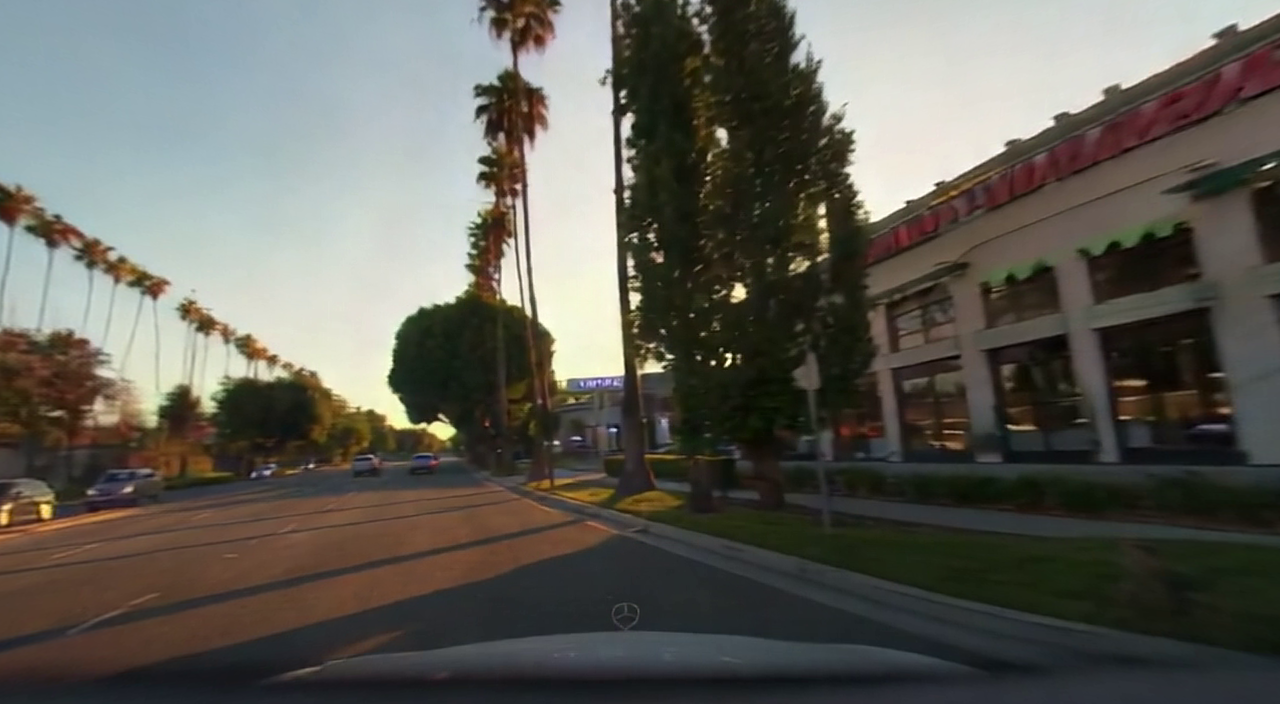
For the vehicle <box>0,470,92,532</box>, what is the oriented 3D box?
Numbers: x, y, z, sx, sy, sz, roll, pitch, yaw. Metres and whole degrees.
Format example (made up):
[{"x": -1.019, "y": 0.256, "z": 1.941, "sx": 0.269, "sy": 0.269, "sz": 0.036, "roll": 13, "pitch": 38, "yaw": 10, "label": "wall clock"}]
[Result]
[{"x": -20.835, "y": 4.878, "z": 21.061, "sx": 2.199, "sy": 1.696, "sz": 4.440, "roll": 3, "pitch": -9, "yaw": -18, "label": "vehicle"}]

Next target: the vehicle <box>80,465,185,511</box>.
[{"x": -24.189, "y": 6.456, "z": 30.399, "sx": 2.306, "sy": 1.807, "sz": 4.927, "roll": 3, "pitch": -9, "yaw": -19, "label": "vehicle"}]
